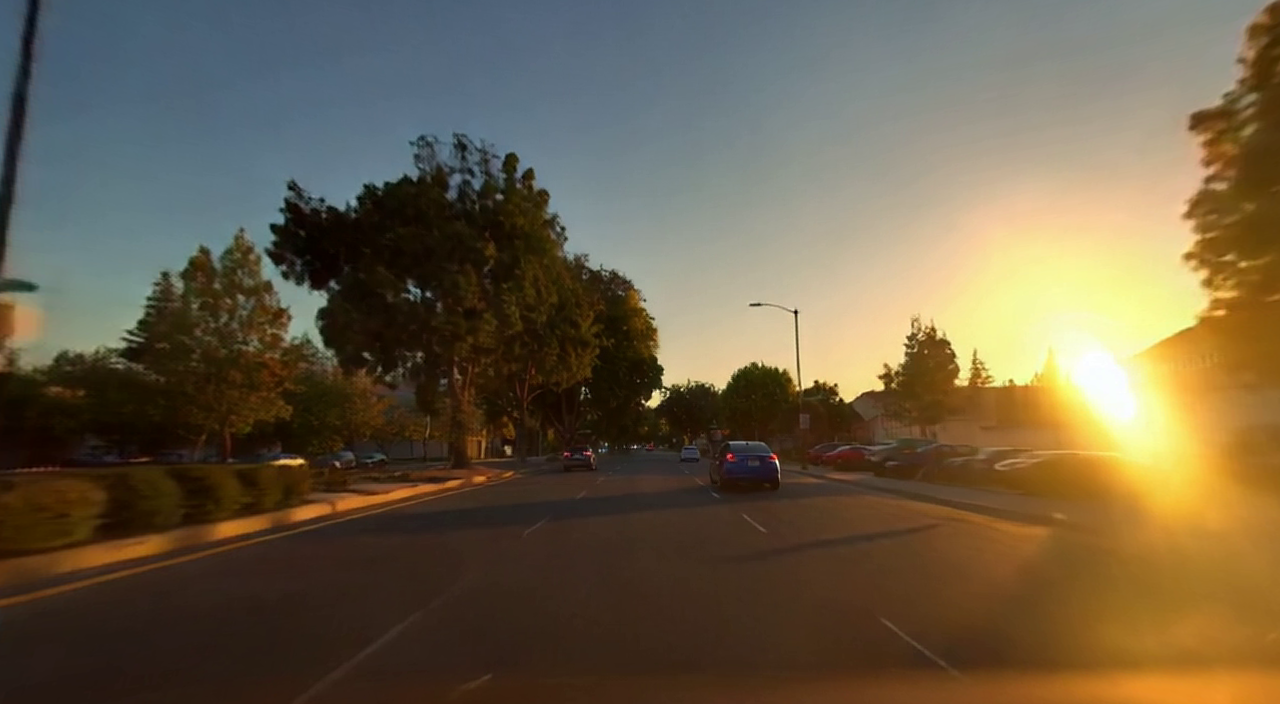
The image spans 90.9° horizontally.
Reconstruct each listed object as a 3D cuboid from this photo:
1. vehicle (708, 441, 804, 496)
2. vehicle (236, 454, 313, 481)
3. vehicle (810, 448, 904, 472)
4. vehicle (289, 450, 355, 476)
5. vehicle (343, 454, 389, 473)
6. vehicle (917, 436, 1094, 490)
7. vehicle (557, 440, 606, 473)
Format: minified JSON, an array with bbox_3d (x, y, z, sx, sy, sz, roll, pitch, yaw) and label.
[{"bbox_3d":[3.387,3.503,19.371,2.083,1.474,4.360,0,-9,-1],"label":"vehicle"},{"bbox_3d":[-21.606,6.811,37.457,1.799,1.465,4.390,-1,-9,2],"label":"vehicle"},{"bbox_3d":[12.814,6.403,37.406,4.757,1.327,2.062,0,-8,-2],"label":"vehicle"},{"bbox_3d":[-21.603,7.573,43.080,2.029,1.636,4.549,0,-9,2],"label":"vehicle"},{"bbox_3d":[-21.596,8.802,49.834,1.838,1.351,3.904,0,-9,0],"label":"vehicle"},{"bbox_3d":[13.583,4.119,23.629,5.342,1.867,2.147,1,-8,-6],"label":"vehicle"},{"bbox_3d":[-3.026,5.531,33.505,2.113,1.626,4.129,0,-9,1],"label":"vehicle"}]
